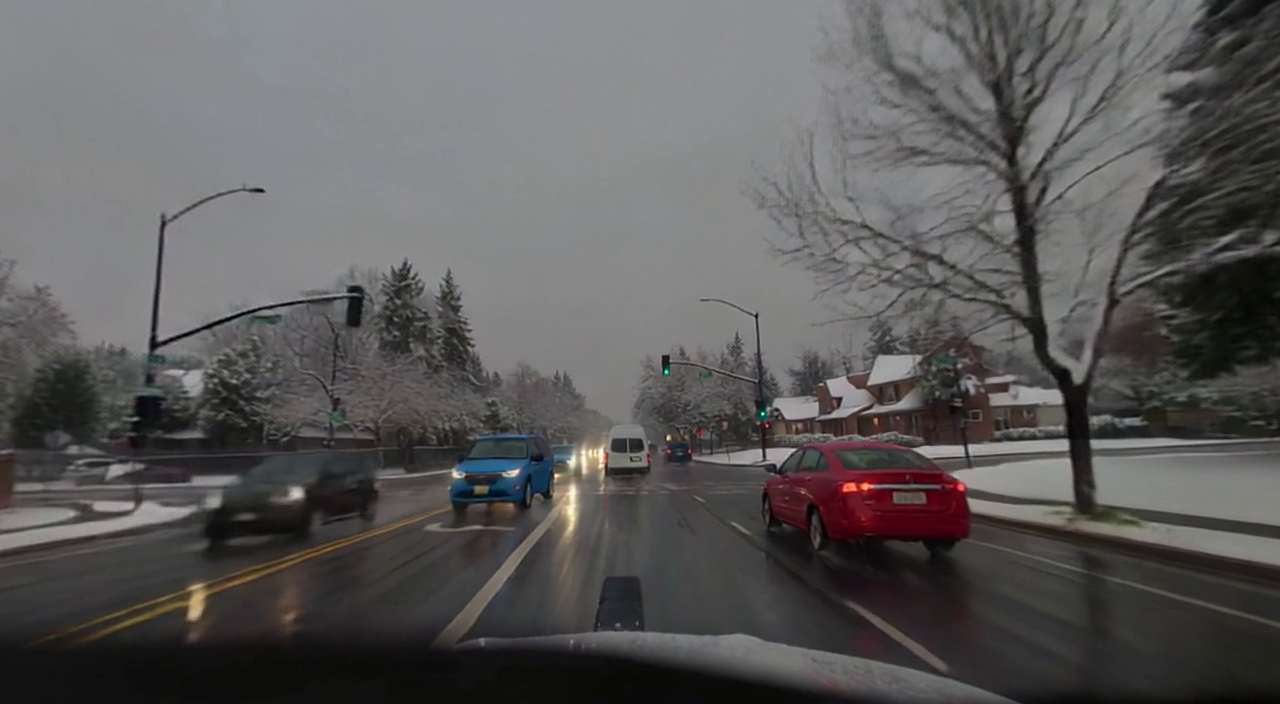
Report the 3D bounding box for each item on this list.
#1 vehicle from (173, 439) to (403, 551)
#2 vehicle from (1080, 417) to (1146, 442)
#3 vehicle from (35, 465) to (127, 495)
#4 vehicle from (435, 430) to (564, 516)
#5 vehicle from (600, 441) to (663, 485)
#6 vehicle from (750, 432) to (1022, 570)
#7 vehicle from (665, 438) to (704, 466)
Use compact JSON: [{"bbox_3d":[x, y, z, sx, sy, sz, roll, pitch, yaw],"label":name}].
[{"bbox_3d":[-6.107,2.475,11.662,2.051,1.663,4.031,0,-8,-3],"label":"vehicle"},{"bbox_3d":[33.493,5.526,44.867,1.891,1.644,3.671,-1,-8,1],"label":"vehicle"},{"bbox_3d":[-37.640,8.590,42.730,1.876,1.763,4.515,-1,-9,4],"label":"vehicle"},{"bbox_3d":[-3.202,2.881,15.747,2.083,1.741,5.530,0,-8,-1],"label":"vehicle"},{"bbox_3d":[-0.363,4.058,23.477,2.114,1.483,4.207,0,-8,-2],"label":"vehicle"},{"bbox_3d":[3.015,1.916,8.988,1.973,1.447,4.402,0,-8,-2],"label":"vehicle"},{"bbox_3d":[3.129,7.168,45.404,2.187,1.847,4.553,0,-8,-3],"label":"vehicle"}]
